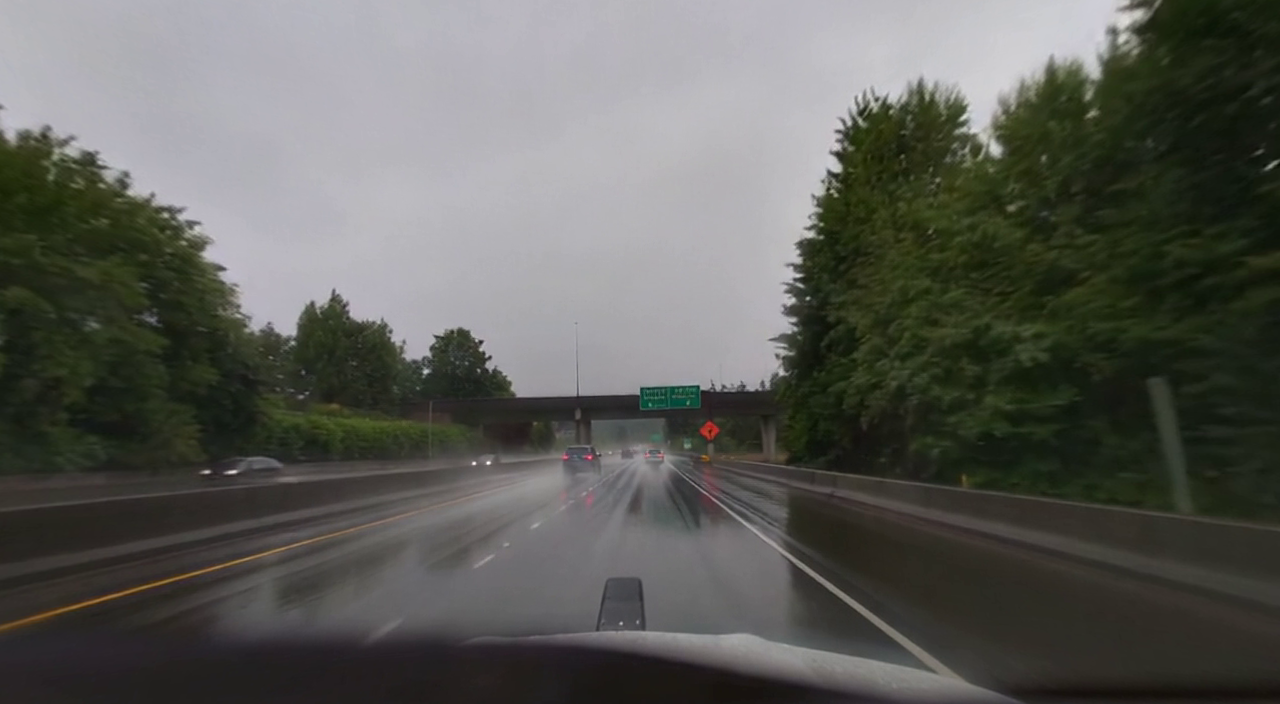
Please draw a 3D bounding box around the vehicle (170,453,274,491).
[{"bbox_3d":[-20.471,5.880,31.197,1.911,1.690,4.546,0,-9,1],"label":"vehicle"}]

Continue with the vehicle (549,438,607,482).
[{"bbox_3d":[-2.782,4.955,29.113,2.143,1.853,4.123,-1,-9,2],"label":"vehicle"}]
